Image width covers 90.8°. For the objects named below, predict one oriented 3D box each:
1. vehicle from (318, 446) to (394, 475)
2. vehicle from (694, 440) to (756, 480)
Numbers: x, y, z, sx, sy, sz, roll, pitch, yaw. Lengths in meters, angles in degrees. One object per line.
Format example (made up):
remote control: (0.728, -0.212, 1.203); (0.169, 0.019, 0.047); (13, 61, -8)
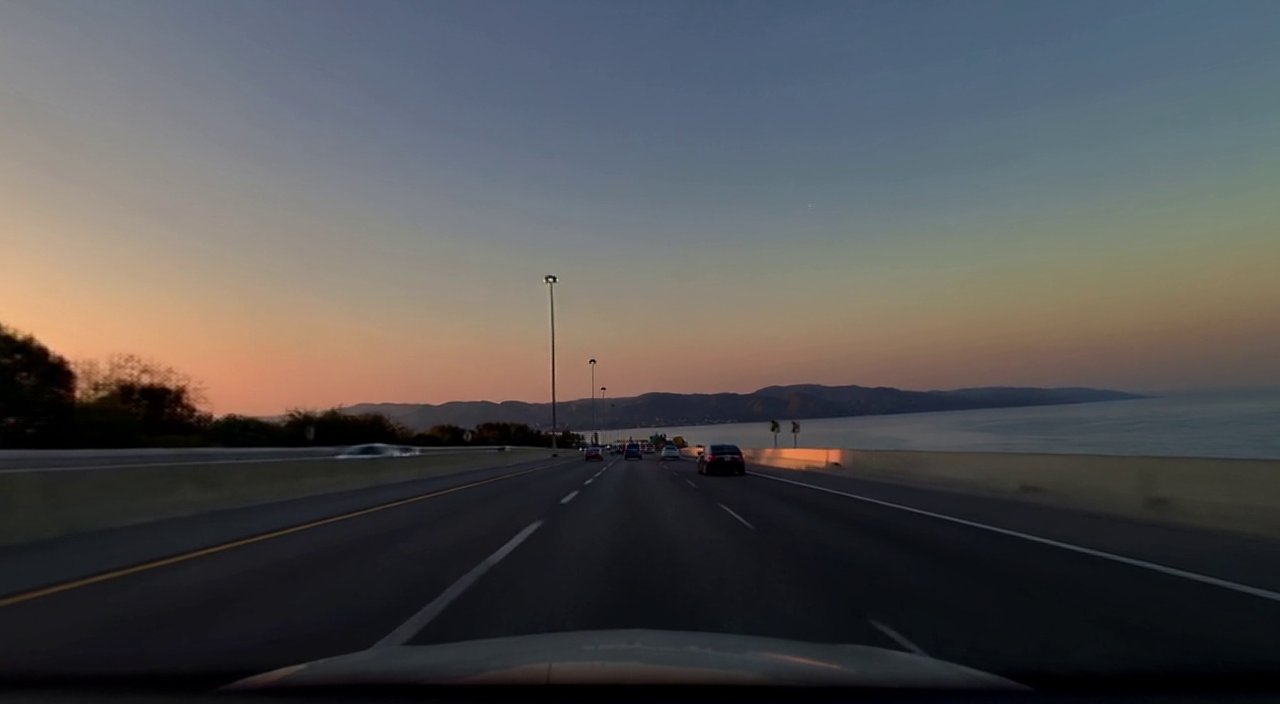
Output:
vehicle: (-15.353, 5.853, 34.434); (1.903, 1.480, 4.717); (0, -8, 0)
vehicle: (3.466, 4.485, 26.551); (1.890, 1.490, 4.373); (0, -8, -1)
